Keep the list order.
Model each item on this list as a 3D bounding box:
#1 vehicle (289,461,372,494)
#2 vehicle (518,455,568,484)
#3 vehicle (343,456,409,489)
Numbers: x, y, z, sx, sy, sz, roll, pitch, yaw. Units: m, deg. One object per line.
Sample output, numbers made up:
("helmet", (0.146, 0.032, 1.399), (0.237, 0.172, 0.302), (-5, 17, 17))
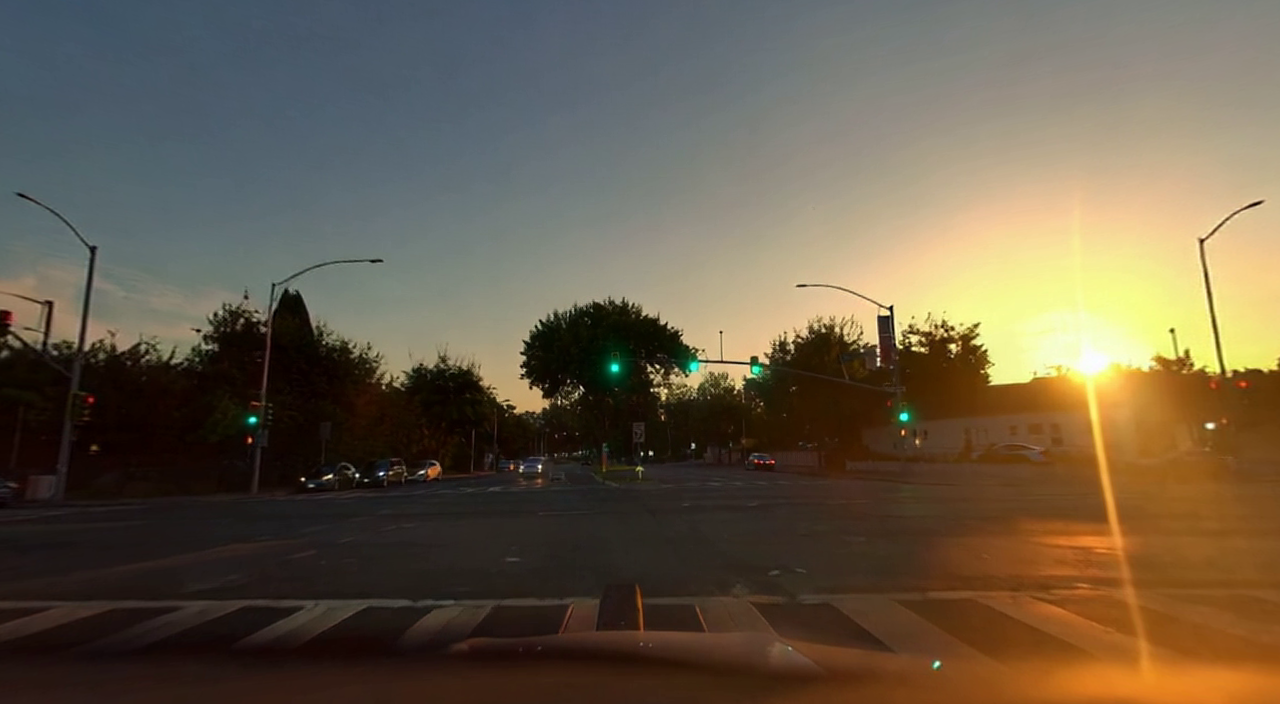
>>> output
("vehicle", (-16.106, 6.551, 32.988), (2.055, 1.506, 4.663), (0, -9, -1))
("vehicle", (-5.479, 6.706, 36.021), (2.154, 1.501, 4.416), (0, -9, 0))
("vehicle", (-16.231, 7.377, 38.863), (1.960, 1.819, 5.018), (0, -9, -1))
